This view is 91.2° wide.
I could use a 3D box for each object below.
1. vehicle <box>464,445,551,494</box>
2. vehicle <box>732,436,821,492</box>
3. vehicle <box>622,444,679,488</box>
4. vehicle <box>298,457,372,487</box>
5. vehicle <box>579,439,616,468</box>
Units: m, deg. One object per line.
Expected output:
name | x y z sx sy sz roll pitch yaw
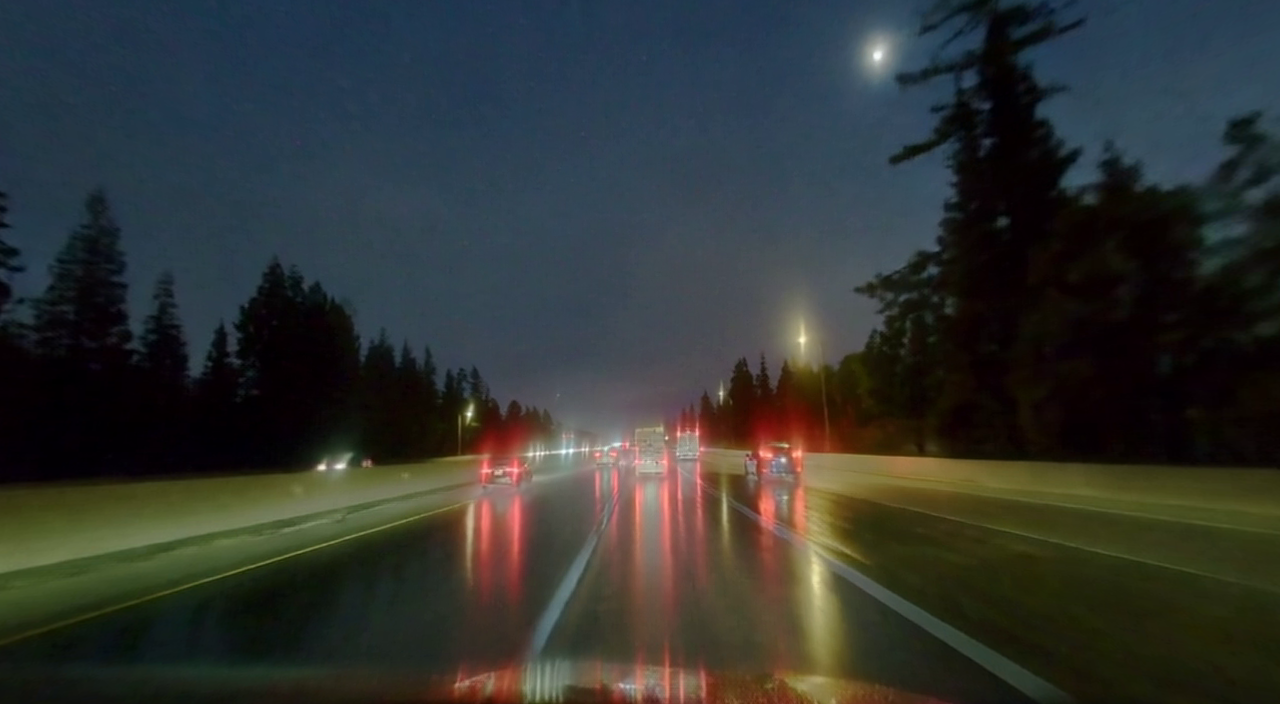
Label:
vehicle | -4.346 3.933 21.309 1.967 1.473 4.439 0 -9 1
vehicle | 4.455 3.721 21.093 2.018 1.639 4.149 0 -9 0
vehicle | 0.375 4.392 24.486 2.015 1.526 4.286 0 -9 0
vehicle | -16.569 6.522 34.325 1.912 1.478 4.106 -1 -9 1
vehicle | -3.023 7.397 45.569 2.230 1.973 4.403 -1 -9 2
